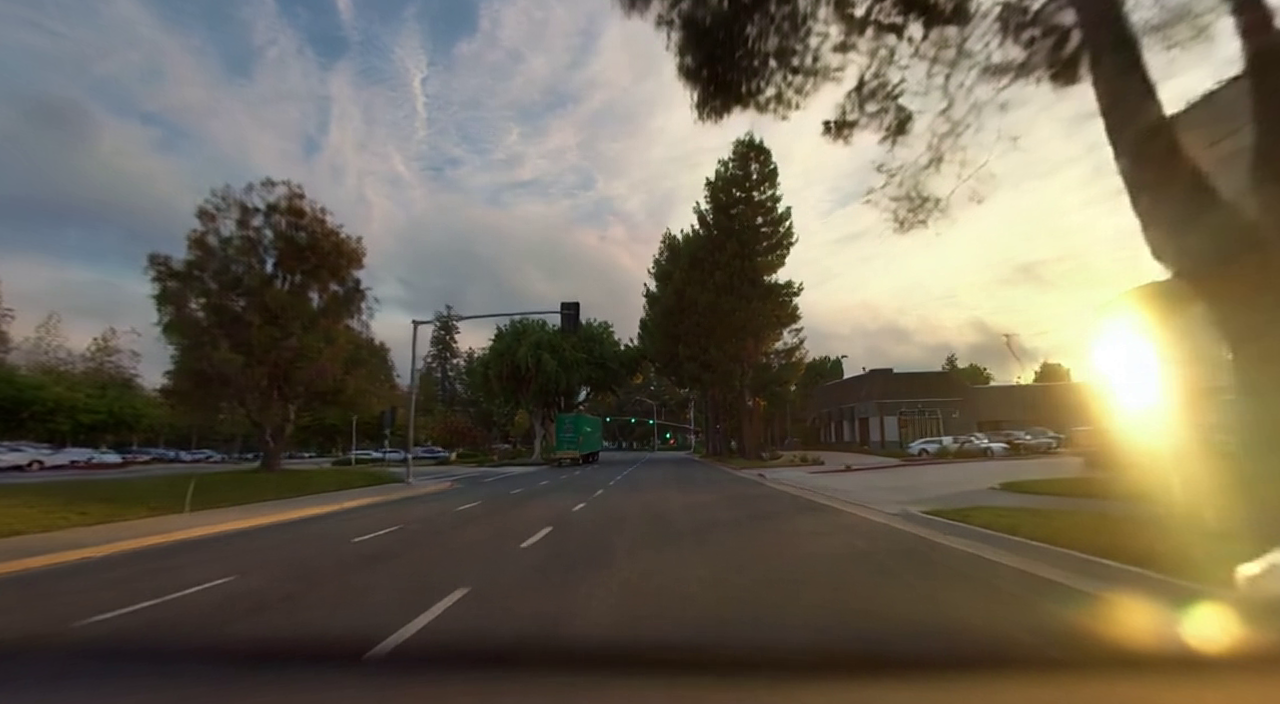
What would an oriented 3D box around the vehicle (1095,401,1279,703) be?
[{"bbox_3d":[3.718,0.773,1.419,2.098,1.509,4.389,0,-9,0],"label":"vehicle"}]
